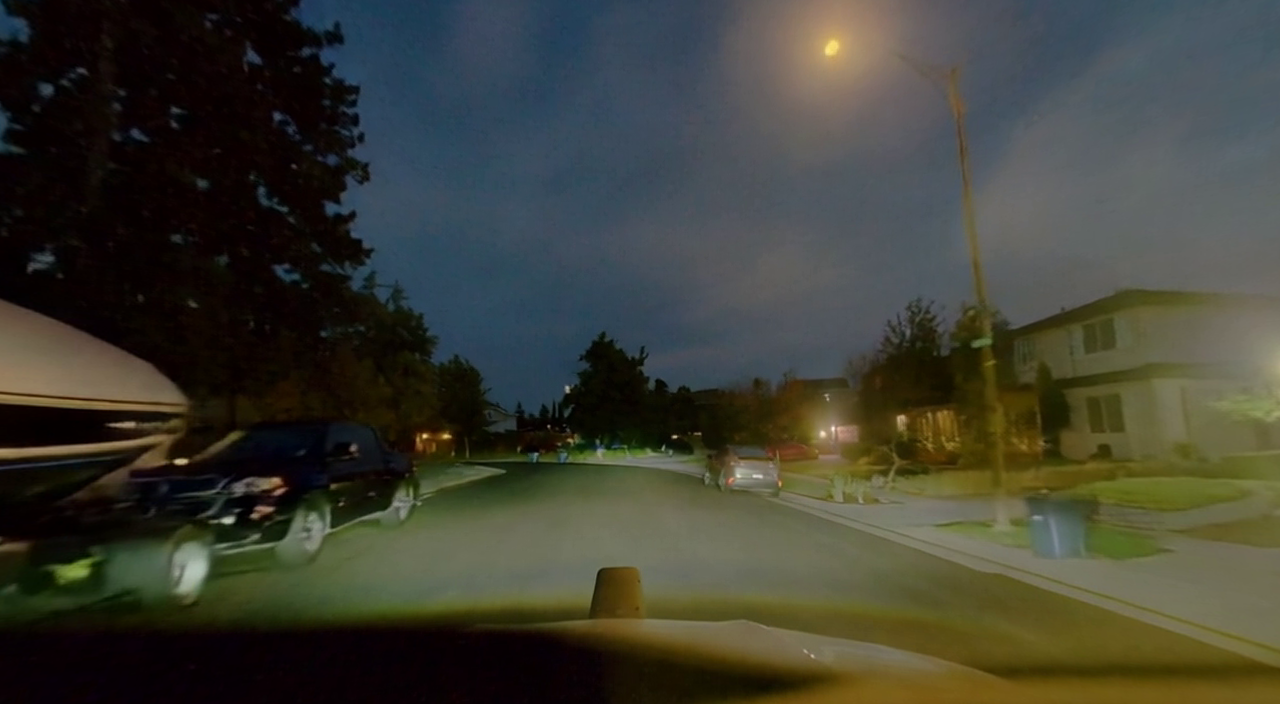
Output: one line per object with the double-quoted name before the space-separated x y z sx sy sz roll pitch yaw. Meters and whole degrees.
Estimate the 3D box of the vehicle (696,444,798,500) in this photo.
"vehicle" 3.109 3.612 19.464 1.998 1.489 4.722 1 -9 -4

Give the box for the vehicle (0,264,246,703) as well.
"vehicle" -4.473 0.502 1.721 2.632 2.249 6.179 0 -9 2

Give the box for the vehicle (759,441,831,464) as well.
"vehicle" 10.274 6.653 41.685 4.252 1.429 1.907 3 -9 -22
